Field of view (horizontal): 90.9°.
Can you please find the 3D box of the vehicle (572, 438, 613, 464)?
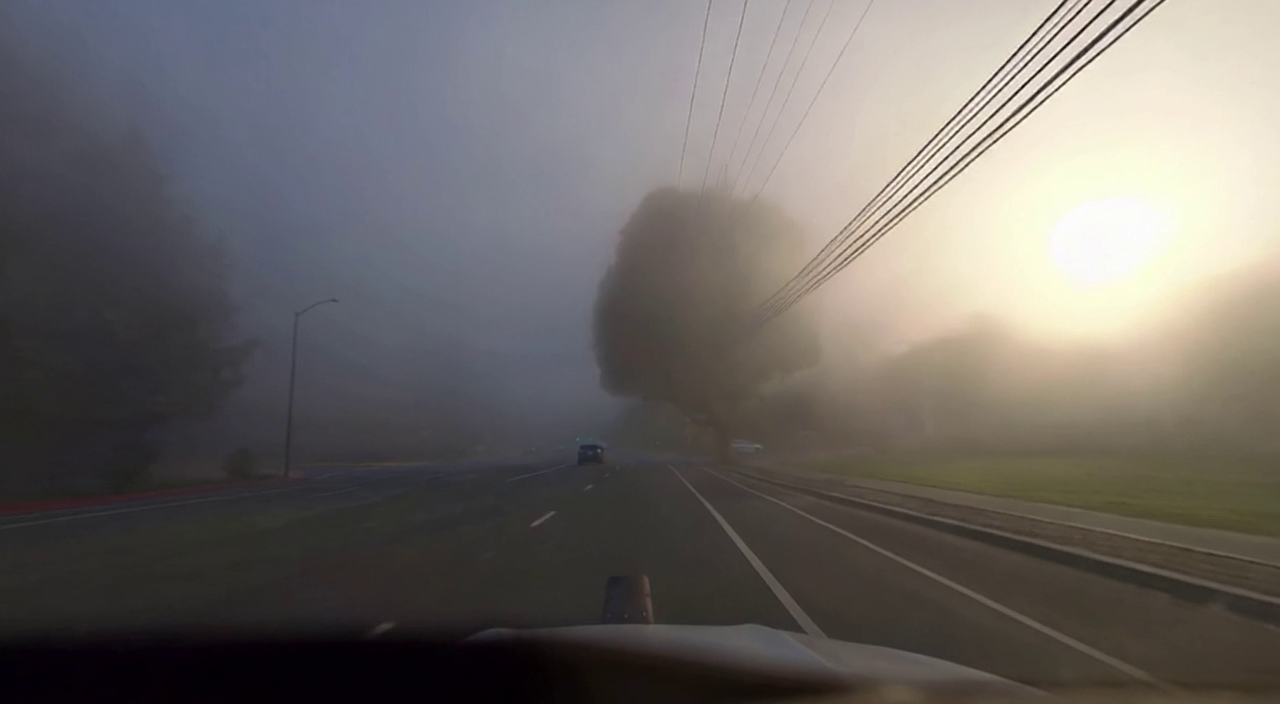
[{"bbox_3d":[-2.906,6.145,39.266,2.084,1.466,4.522,0,-9,2],"label":"vehicle"}]
